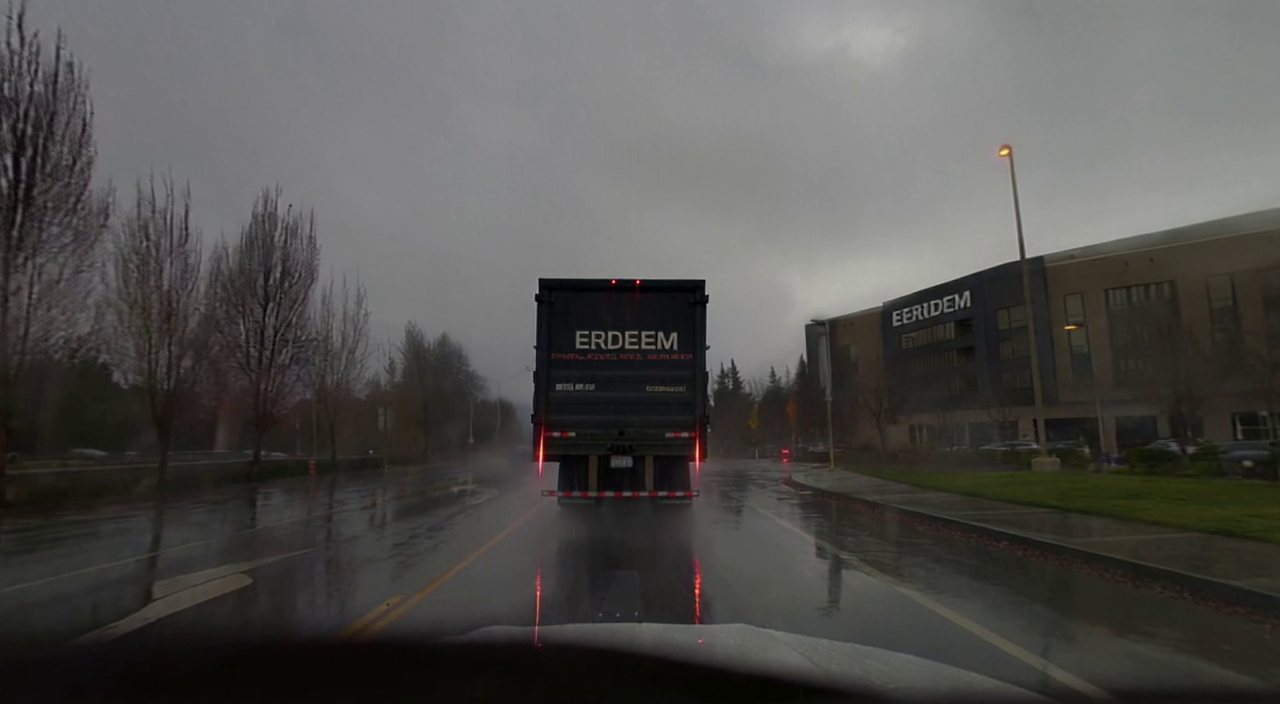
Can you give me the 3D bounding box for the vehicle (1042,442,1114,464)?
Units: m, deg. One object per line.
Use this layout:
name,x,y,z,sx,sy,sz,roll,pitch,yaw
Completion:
vehicle,31.386,7.214,45.149,1.652,1.423,3.797,5,-9,-35

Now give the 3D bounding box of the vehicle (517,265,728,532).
vehicle,-0.199,1.223,13.438,2.876,3.724,9.351,0,-8,1
